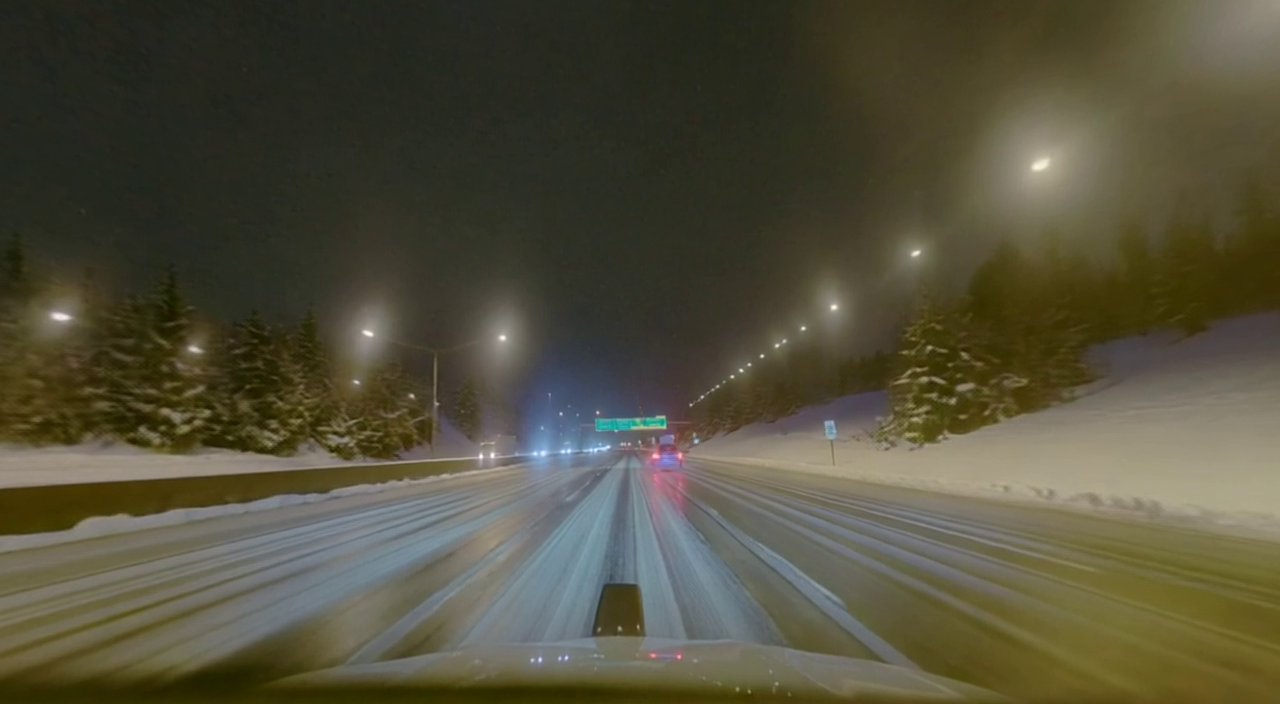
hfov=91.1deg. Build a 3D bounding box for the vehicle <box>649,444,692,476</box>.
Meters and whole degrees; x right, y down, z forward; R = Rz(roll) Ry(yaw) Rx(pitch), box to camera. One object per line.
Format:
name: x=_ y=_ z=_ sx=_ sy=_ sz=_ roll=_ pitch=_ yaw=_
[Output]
vehicle: x=1.475 y=5.513 z=32.371 sx=2.055 sy=1.501 sz=4.321 roll=0 pitch=-9 yaw=1
